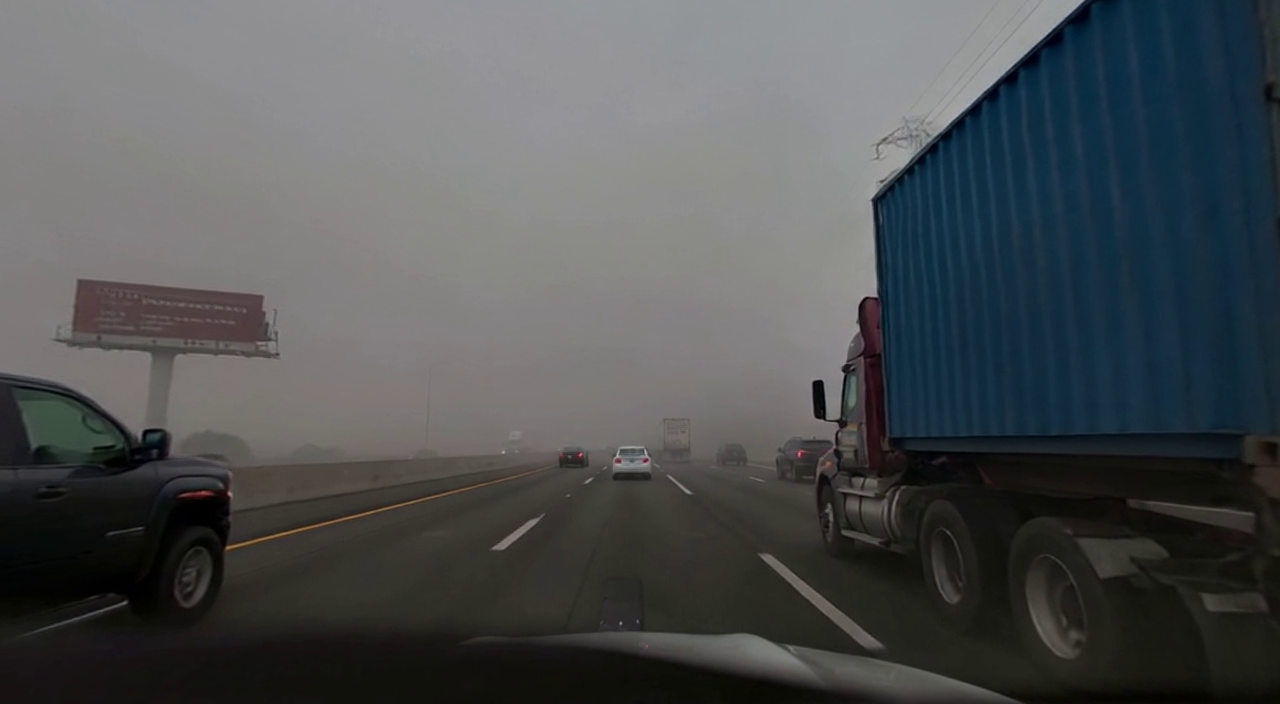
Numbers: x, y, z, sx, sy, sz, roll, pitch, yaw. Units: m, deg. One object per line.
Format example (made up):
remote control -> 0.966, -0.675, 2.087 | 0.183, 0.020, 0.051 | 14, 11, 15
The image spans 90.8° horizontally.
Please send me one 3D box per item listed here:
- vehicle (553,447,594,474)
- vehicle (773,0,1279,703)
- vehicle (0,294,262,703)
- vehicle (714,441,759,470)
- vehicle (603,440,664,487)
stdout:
vehicle -> -3.957, 6.544, 38.272 | 2.025, 1.498, 4.675 | 0, -9, 0
vehicle -> 3.444, 0.145, 4.537 | 3.013, 3.940, 7.933 | 0, -9, -1
vehicle -> -4.225, 0.598, 1.961 | 2.323, 2.046, 6.006 | 0, -9, 1
vehicle -> 6.956, 7.542, 46.246 | 2.302, 1.973, 5.502 | 0, -9, -1
vehicle -> -0.240, 4.344, 24.957 | 2.191, 1.685, 4.015 | 0, -9, 0
